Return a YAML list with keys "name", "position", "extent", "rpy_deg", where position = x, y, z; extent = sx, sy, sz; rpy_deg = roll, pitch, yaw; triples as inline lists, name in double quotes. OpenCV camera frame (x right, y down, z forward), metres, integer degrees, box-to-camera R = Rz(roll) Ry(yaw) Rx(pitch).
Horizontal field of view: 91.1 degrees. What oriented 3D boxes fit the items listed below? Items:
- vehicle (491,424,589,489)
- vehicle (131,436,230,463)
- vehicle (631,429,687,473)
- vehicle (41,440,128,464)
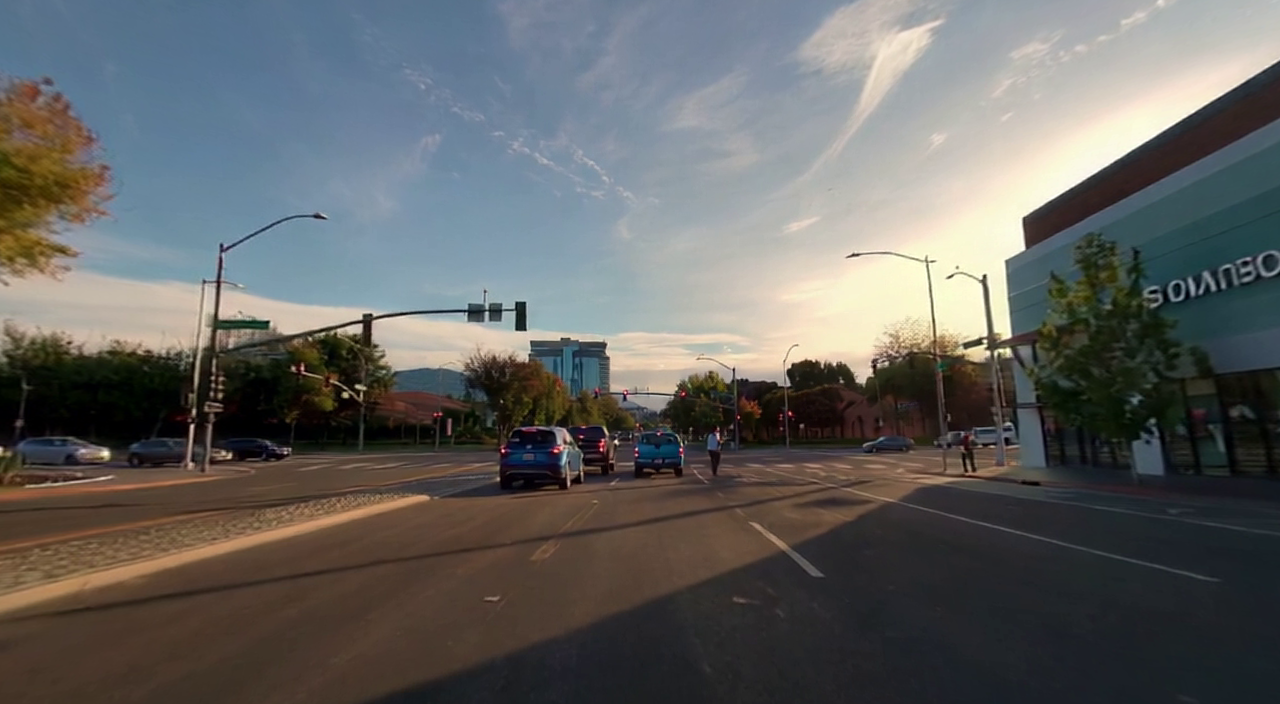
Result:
- name: "vehicle"
  position: [-2.849, 3.114, 19.022]
  extent: [2.006, 1.707, 4.448]
  rpy_deg: [-1, -8, 3]
- name: "vehicle"
  position: [-30.637, 6.507, 41.949]
  extent: [4.956, 1.737, 2.135]
  rpy_deg: [0, -8, 2]
- name: "vehicle"
  position: [0.777, 4.249, 27.183]
  extent: [2.204, 1.738, 4.690]
  rpy_deg: [0, -8, 0]
- name: "vehicle"
  position: [-37.439, 6.743, 42.365]
  extent: [4.170, 1.551, 1.816]
  rpy_deg: [0, -9, 4]
